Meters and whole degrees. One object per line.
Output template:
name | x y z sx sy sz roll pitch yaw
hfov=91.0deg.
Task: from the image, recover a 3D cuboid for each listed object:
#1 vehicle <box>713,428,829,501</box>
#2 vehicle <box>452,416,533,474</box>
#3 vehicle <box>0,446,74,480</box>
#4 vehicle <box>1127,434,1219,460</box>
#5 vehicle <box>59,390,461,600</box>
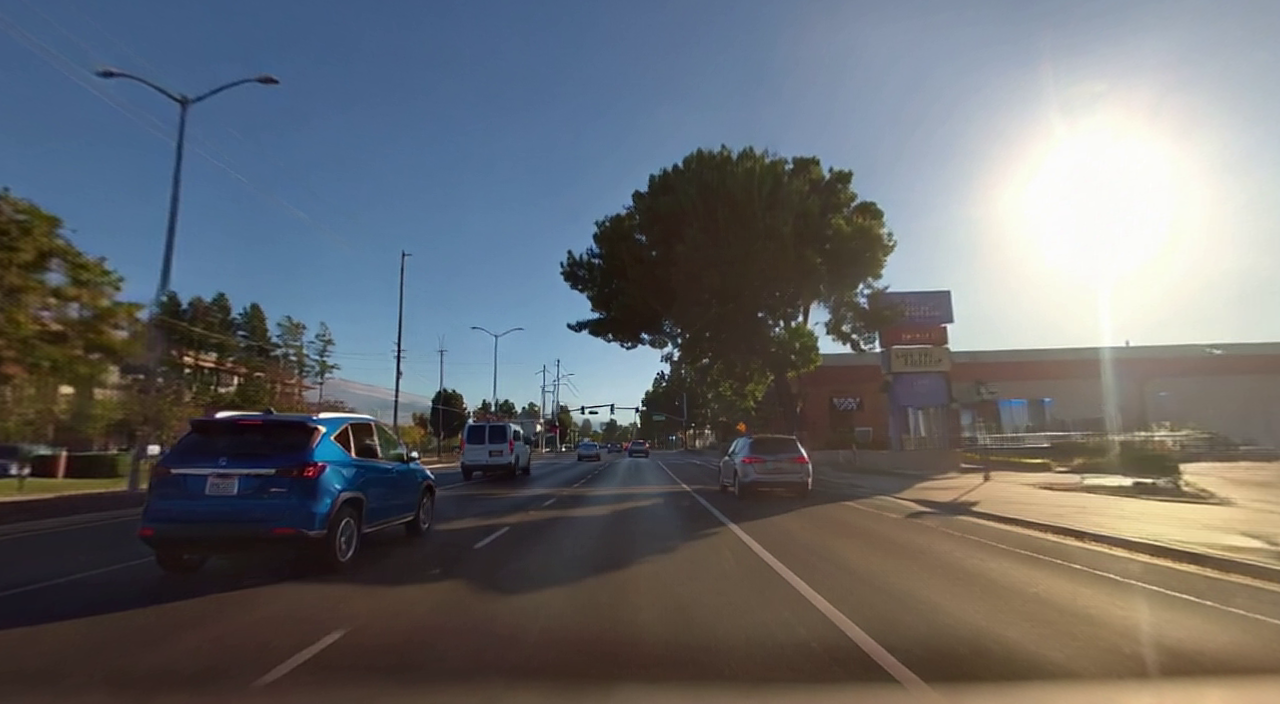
vehicle | 3.525 3.157 18.024 2.167 1.792 4.835 0 -9 -2
vehicle | -7.138 4.669 31.476 2.863 2.592 6.410 1 -9 -4
vehicle | -32.553 5.729 32.628 4.452 1.684 1.978 0 -9 0
vehicle | 38.837 6.946 46.050 2.009 1.754 4.928 1 -9 -7
vehicle | -3.797 1.516 7.483 2.038 1.748 4.303 0 -9 0
